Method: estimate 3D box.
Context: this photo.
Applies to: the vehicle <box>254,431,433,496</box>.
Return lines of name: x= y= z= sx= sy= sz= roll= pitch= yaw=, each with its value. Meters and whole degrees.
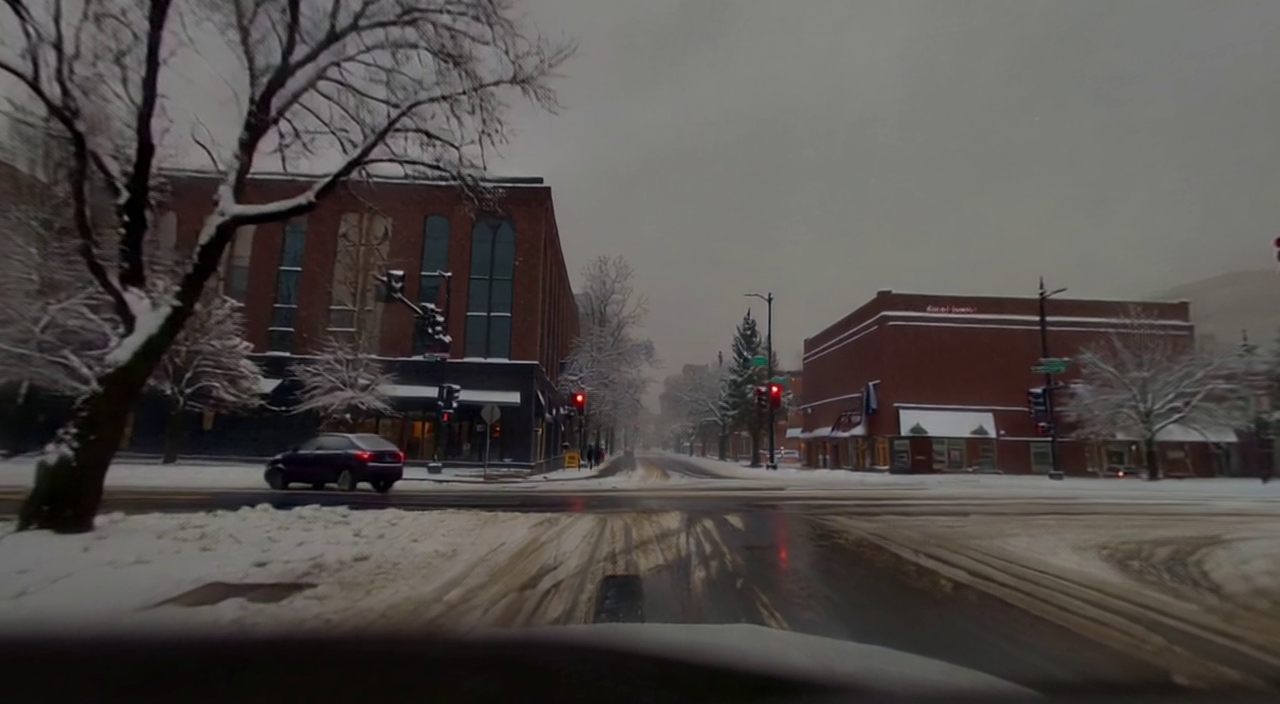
vehicle: x=-7.821 y=2.865 z=16.577 sx=4.459 sy=1.482 sz=2.106 roll=-6 pitch=-10 yaw=32
